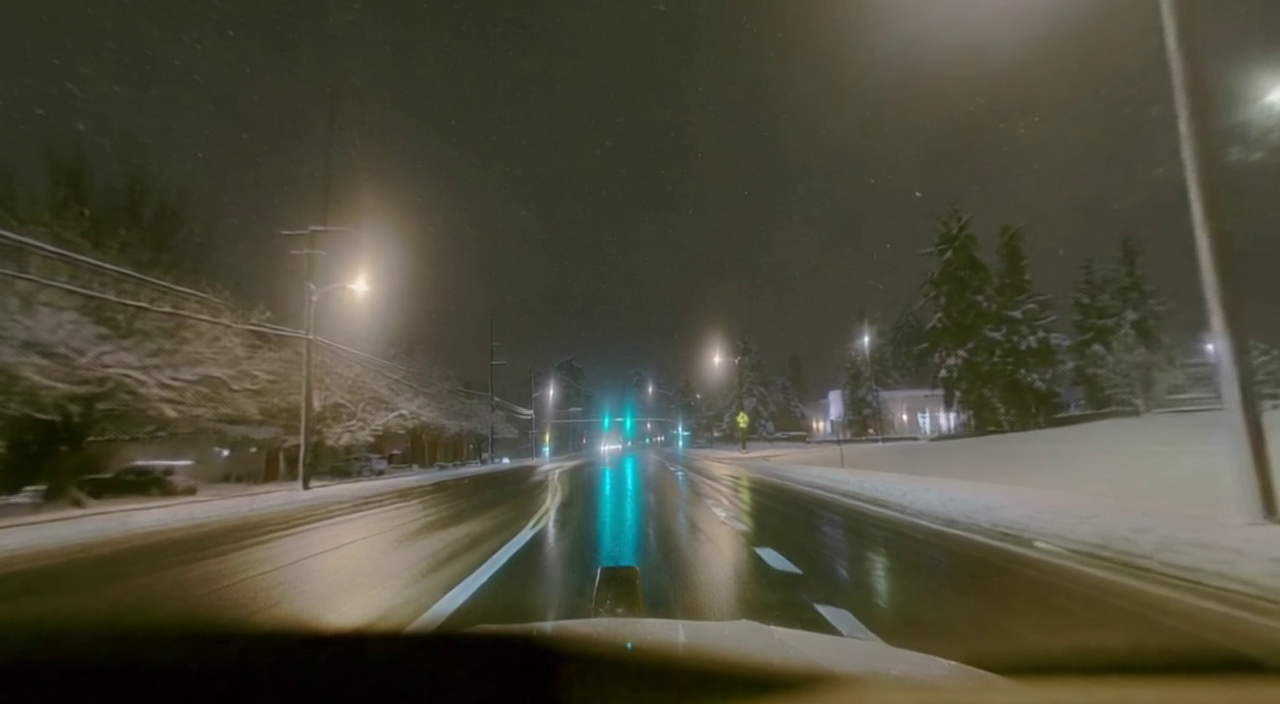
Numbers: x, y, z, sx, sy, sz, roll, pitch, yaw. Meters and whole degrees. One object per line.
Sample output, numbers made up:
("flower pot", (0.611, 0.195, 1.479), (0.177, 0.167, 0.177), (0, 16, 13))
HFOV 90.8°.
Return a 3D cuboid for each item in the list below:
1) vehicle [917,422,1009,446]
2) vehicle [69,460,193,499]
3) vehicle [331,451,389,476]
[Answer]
("vehicle", (19.777, 5.039, 38.809), (4.621, 1.393, 1.824), (-1, -9, 3))
("vehicle", (-23.682, 5.915, 29.646), (2.067, 1.644, 4.216), (0, -9, 4))
("vehicle", (-21.343, 8.505, 48.381), (2.030, 1.759, 4.949), (-1, -8, 2))
